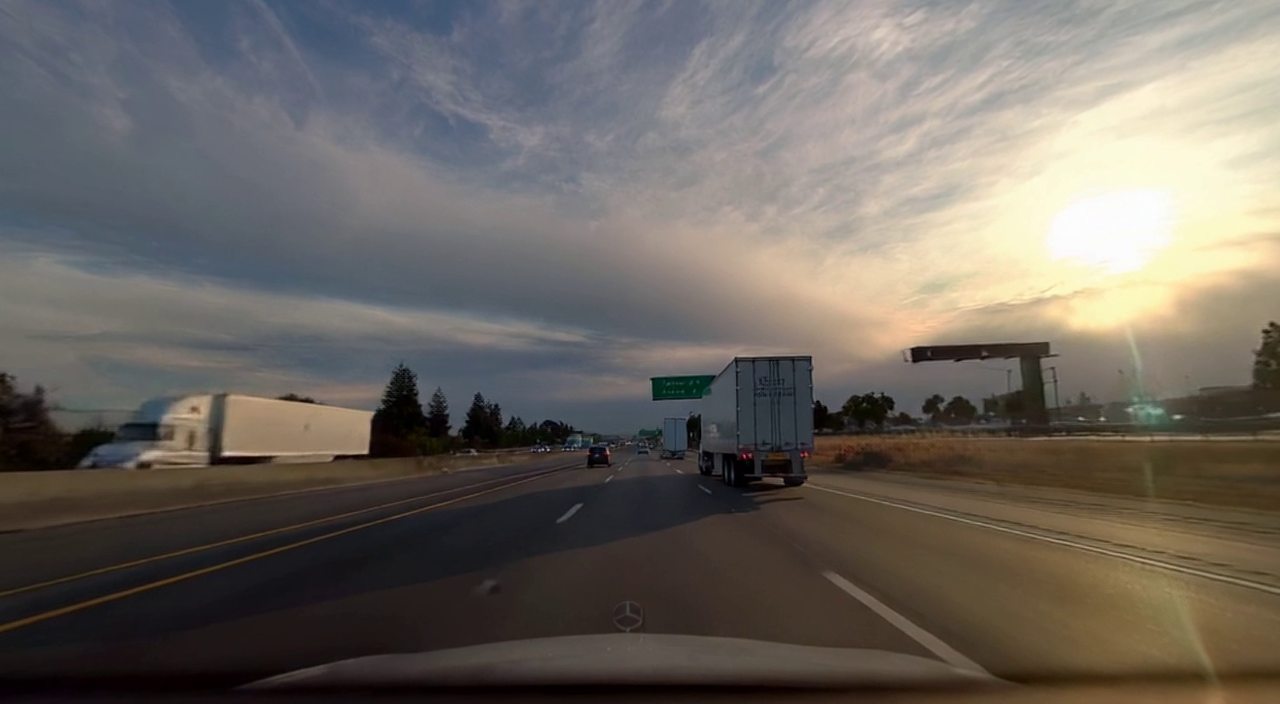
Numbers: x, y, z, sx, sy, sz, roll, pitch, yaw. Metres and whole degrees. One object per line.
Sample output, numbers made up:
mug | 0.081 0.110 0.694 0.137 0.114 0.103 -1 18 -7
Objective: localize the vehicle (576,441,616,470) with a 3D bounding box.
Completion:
vehicle | -2.863 6.867 42.151 2.291 1.788 4.825 0 -9 1

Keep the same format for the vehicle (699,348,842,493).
vehicle | 4.486 3.045 25.651 2.826 4.269 14.176 0 -9 0

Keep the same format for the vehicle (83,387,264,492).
vehicle | -19.465 3.748 26.885 2.929 3.945 5.887 0 -9 1
